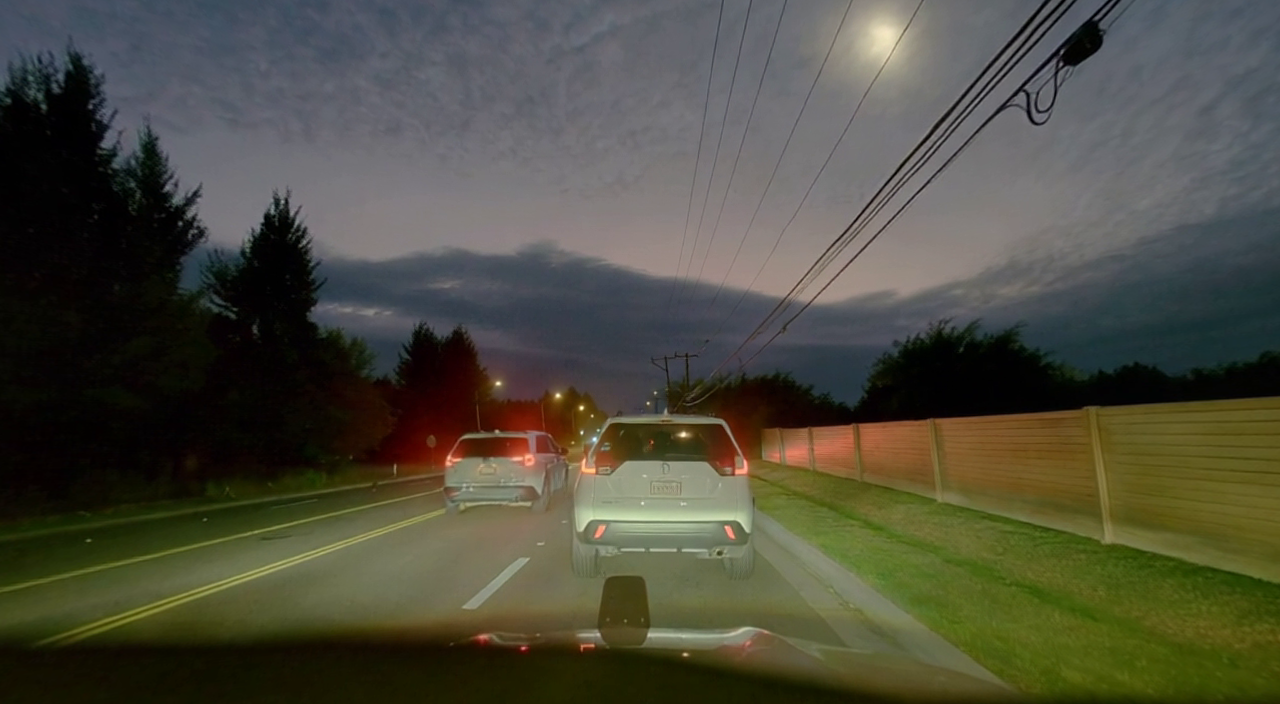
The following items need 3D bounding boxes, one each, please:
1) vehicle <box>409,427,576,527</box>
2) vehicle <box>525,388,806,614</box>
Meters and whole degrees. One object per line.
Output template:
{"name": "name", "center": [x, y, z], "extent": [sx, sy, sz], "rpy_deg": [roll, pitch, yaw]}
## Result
{"name": "vehicle", "center": [-2.696, 2.439, 12.905], "extent": [2.176, 1.653, 4.666], "rpy_deg": [0, -9, 2]}
{"name": "vehicle", "center": [0.195, 1.464, 7.039], "extent": [2.174, 1.749, 4.113], "rpy_deg": [0, -9, 0]}
